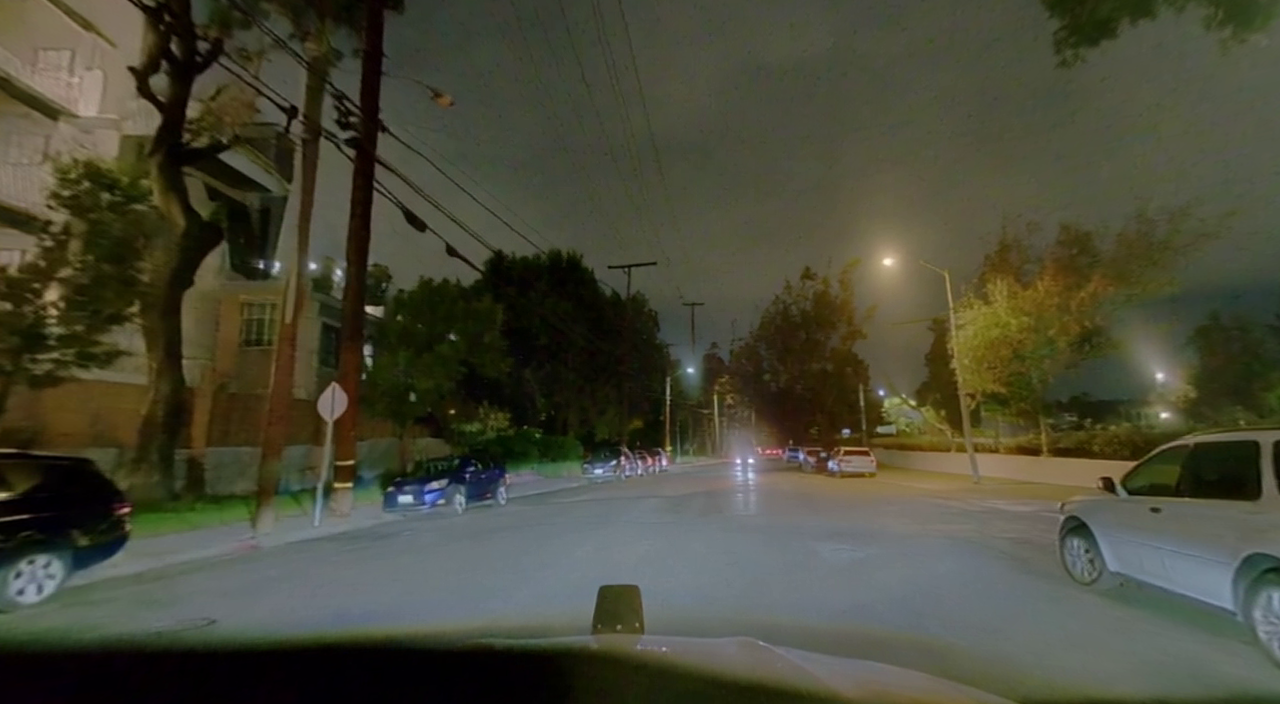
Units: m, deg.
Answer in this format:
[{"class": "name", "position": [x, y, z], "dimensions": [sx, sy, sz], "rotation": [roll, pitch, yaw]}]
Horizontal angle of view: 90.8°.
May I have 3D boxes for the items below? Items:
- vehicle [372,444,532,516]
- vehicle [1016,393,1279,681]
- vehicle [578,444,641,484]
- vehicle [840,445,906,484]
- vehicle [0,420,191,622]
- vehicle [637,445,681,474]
[{"class": "vehicle", "position": [-4.763, 3.410, 16.943], "dimensions": [2.017, 1.582, 4.664], "rotation": [-4, -11, 13]}, {"class": "vehicle", "position": [5.122, 1.288, 5.046], "dimensions": [2.180, 1.677, 4.432], "rotation": [-2, -8, 11]}, {"class": "vehicle", "position": [-1.428, 5.537, 31.612], "dimensions": [2.011, 1.801, 4.676], "rotation": [-2, -9, 12]}, {"class": "vehicle", "position": [9.894, 4.780, 27.122], "dimensions": [1.964, 1.515, 4.055], "rotation": [-2, -9, 11]}, {"class": "vehicle", "position": [-6.733, 1.570, 5.399], "dimensions": [2.068, 1.745, 4.579], "rotation": [-8, -10, 9]}, {"class": "vehicle", "position": [1.400, 7.483, 43.872], "dimensions": [1.953, 1.699, 4.234], "rotation": [-9, -12, 13]}]
